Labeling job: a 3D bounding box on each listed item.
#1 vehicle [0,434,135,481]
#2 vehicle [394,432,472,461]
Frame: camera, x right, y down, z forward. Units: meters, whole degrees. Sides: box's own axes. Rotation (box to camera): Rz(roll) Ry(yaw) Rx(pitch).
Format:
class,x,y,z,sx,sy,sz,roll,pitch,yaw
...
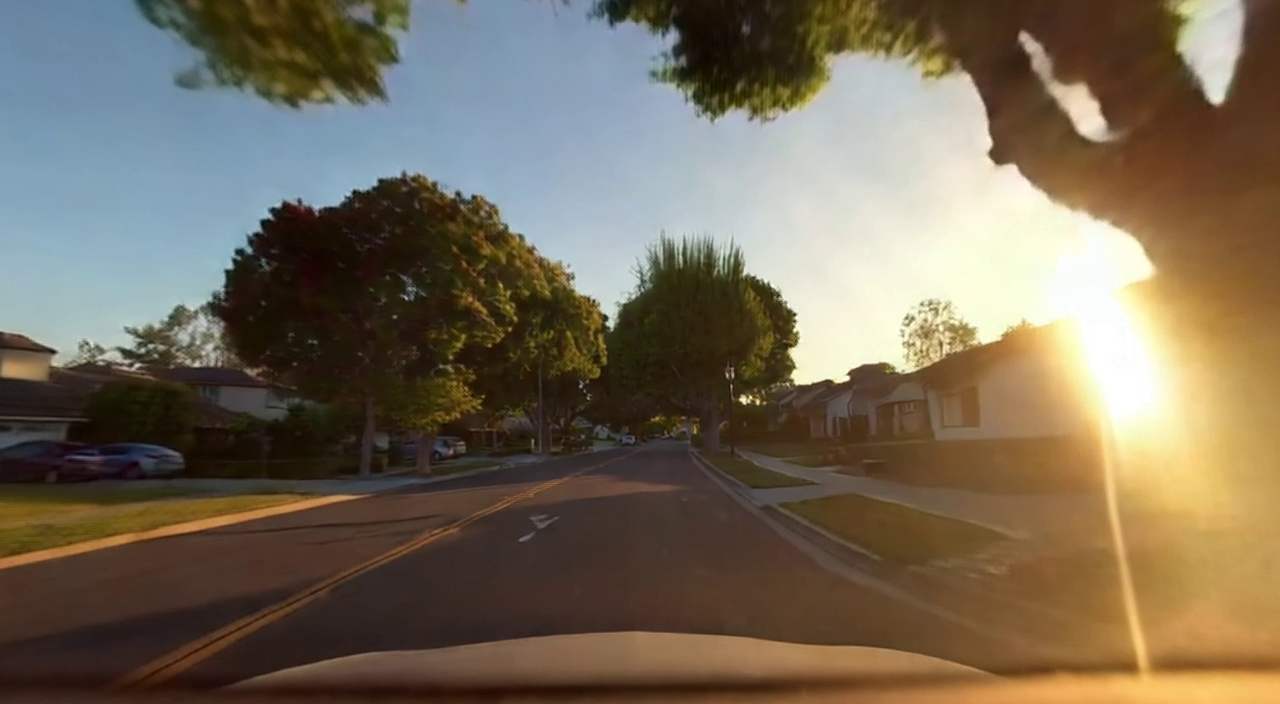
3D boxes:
class,x,y,z,sx,sy,sz,roll,pitch,yaw
vehicle,-19.778,3.474,20.841,4.373,1.464,1.917,2,-10,-18
vehicle,-13.100,5.999,40.202,4.370,1.761,1.901,1,-8,-5
